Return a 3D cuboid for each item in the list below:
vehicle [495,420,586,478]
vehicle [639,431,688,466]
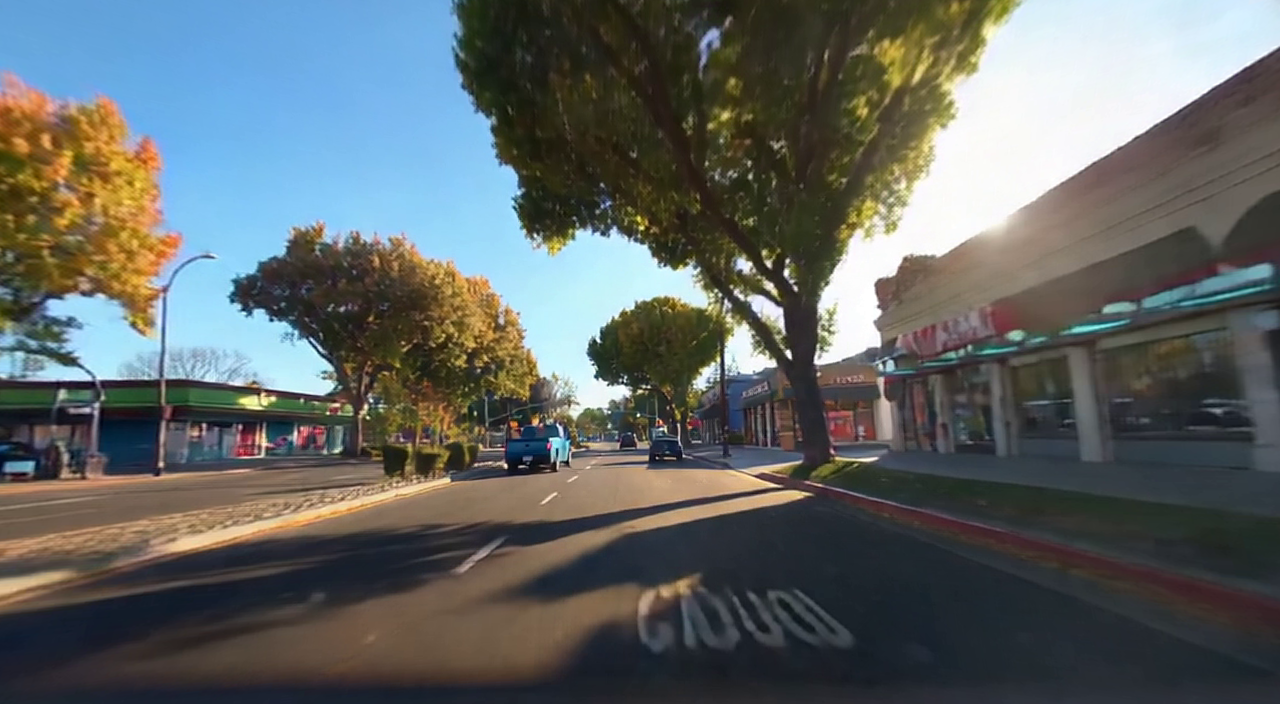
[{"bbox_3d":[-3.304,3.342,22.118,2.464,1.777,5.128,0,-7,-1],"label":"vehicle"},{"bbox_3d":[1.035,4.516,29.900,2.103,1.487,4.101,0,-7,0],"label":"vehicle"}]
